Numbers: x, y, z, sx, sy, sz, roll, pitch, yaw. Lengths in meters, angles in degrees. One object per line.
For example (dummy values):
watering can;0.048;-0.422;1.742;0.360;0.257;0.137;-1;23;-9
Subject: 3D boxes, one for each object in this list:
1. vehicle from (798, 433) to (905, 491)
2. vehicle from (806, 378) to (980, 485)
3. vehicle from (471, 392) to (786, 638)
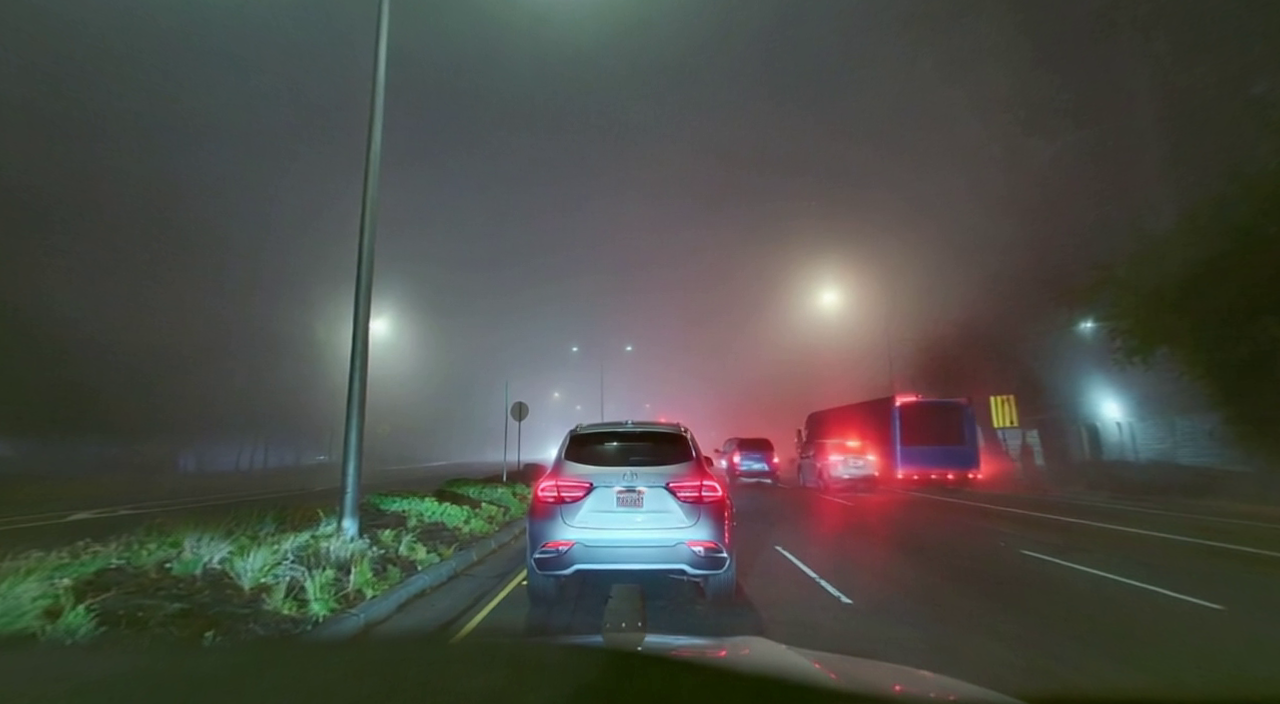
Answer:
vehicle;7.266;3.823;22.160;2.024;1.810;4.807;0;-9;-1
vehicle;10.942;3.792;29.089;3.025;3.993;11.243;0;-9;-2
vehicle;-0.100;1.428;6.452;2.172;1.694;4.055;0;-9;-1
